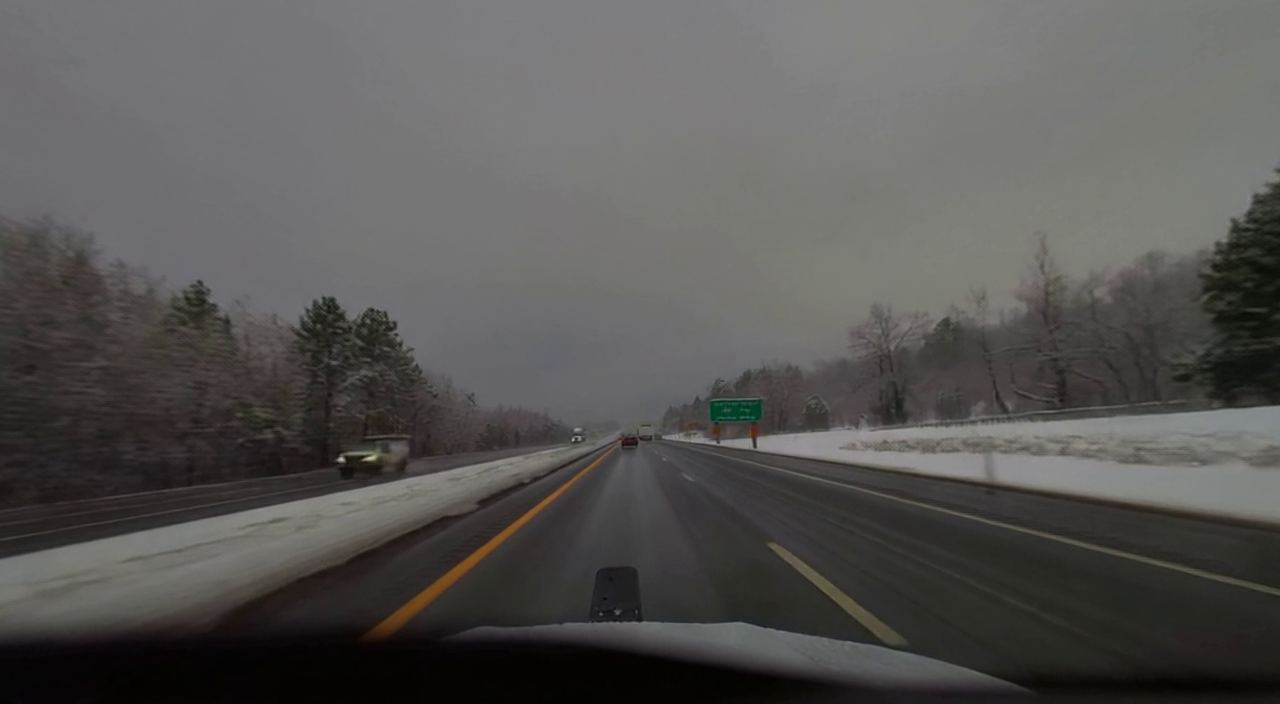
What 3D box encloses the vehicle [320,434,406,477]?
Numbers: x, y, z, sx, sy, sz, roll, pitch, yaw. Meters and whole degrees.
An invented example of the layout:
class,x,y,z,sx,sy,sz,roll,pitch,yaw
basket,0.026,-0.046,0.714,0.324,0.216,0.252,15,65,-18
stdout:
class,x,y,z,sx,sy,sz,roll,pitch,yaw
vehicle,-12.532,4.659,28.789,1.975,1.794,4.343,0,-8,0
